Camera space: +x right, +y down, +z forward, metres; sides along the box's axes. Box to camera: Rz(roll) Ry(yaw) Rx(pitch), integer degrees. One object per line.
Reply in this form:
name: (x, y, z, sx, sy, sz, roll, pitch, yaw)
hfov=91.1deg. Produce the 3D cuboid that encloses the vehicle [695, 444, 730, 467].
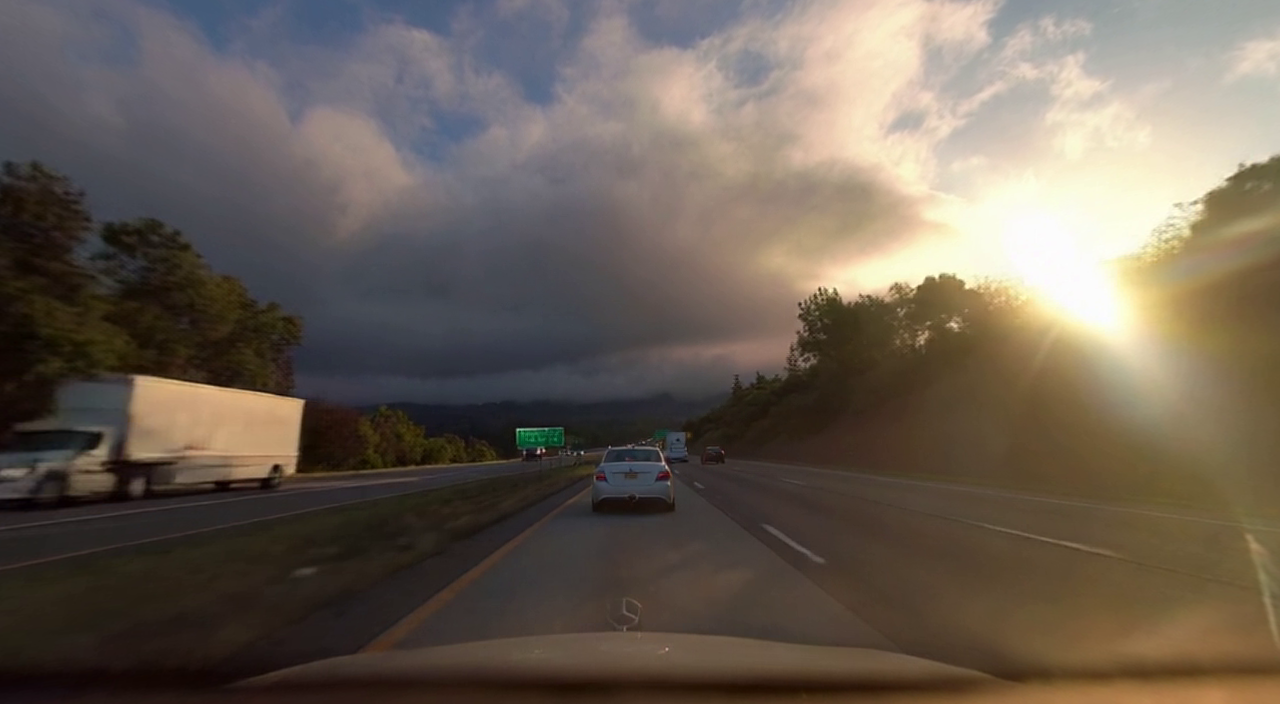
vehicle: (5.047, 7.288, 44.289, 1.931, 1.516, 3.995, 0, -9, 0)

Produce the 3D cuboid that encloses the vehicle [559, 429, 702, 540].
vehicle: (-0.157, 2.221, 11.070, 2.088, 1.580, 3.657, 0, -9, 0)

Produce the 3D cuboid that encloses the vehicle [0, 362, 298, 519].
vehicle: (-13.366, 2.536, 17.832, 2.757, 3.414, 7.910, -1, -9, 0)
